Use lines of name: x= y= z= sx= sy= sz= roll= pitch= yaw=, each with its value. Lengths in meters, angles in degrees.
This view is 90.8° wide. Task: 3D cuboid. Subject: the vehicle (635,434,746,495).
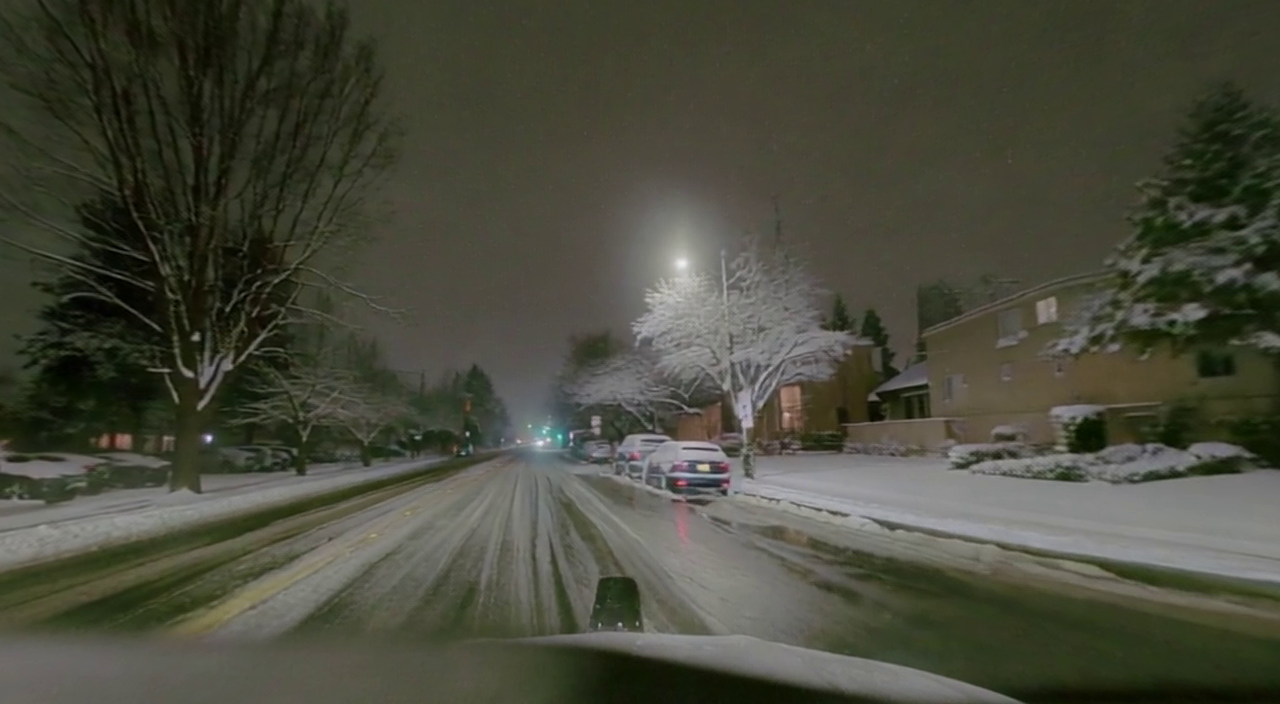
vehicle: x=1.295 y=3.262 z=18.737 sx=1.933 sy=1.528 sz=5.006 roll=1 pitch=-9 yaw=-12

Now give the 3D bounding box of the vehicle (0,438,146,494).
vehicle: x=-18.869 y=3.627 z=20.314 sx=4.444 sy=1.647 sz=2.117 roll=-2 pitch=-8 yaw=10

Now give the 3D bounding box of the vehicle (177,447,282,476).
vehicle: x=-22.082 y=5.869 z=34.046 sx=4.491 sy=1.455 sz=1.959 roll=-2 pitch=-8 yaw=8

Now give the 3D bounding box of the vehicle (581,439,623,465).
vehicle: x=-2.508 y=6.319 z=40.044 sx=1.952 sy=1.538 sz=5.215 roll=1 pitch=-8 yaw=-11
